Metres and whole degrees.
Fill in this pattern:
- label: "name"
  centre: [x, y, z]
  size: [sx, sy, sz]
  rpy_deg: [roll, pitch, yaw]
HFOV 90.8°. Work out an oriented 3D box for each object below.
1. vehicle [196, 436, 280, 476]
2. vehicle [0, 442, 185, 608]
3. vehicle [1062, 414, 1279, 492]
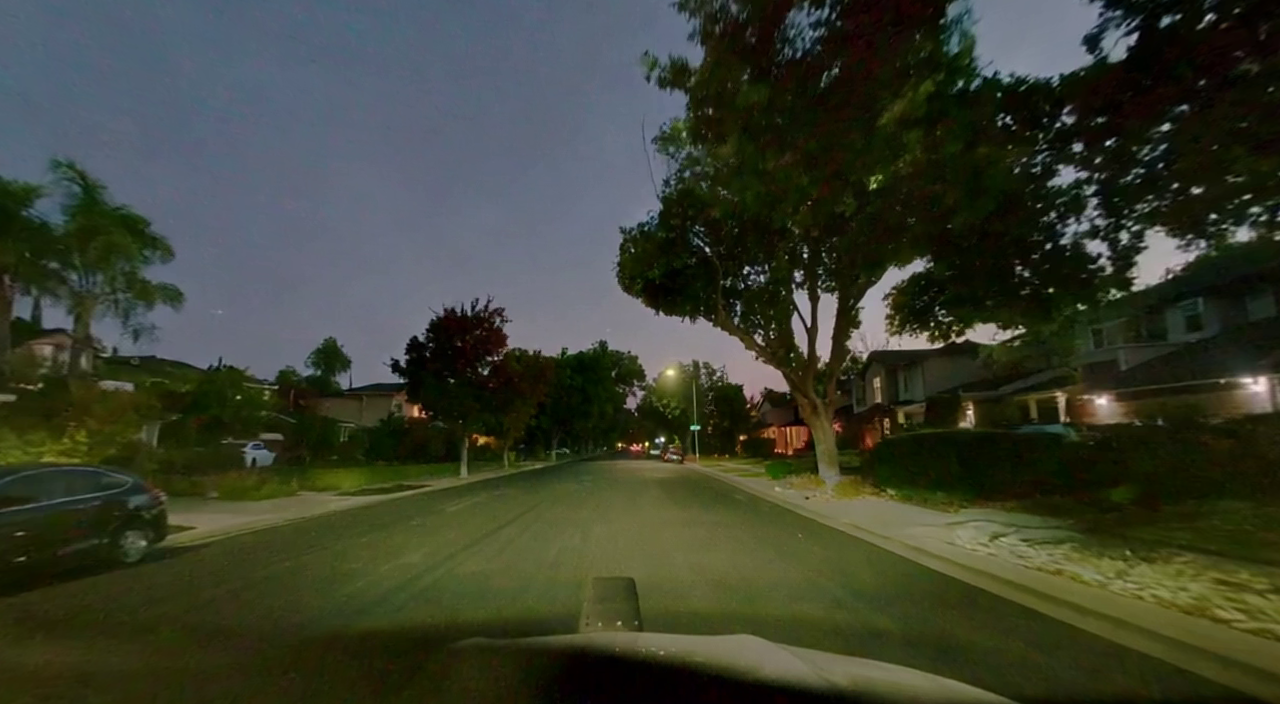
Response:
- label: "vehicle"
  centre: [-17.620, 4.558, 27.940]
  size: [1.957, 1.602, 4.326]
  rpy_deg: [3, -9, -16]
- label: "vehicle"
  centre: [-6.950, 1.728, 6.257]
  size: [1.860, 1.498, 3.969]
  rpy_deg: [-3, -7, 2]
- label: "vehicle"
  centre: [12.676, 2.369, 14.746]
  size: [4.499, 1.591, 1.988]
  rpy_deg: [-7, -11, 31]
